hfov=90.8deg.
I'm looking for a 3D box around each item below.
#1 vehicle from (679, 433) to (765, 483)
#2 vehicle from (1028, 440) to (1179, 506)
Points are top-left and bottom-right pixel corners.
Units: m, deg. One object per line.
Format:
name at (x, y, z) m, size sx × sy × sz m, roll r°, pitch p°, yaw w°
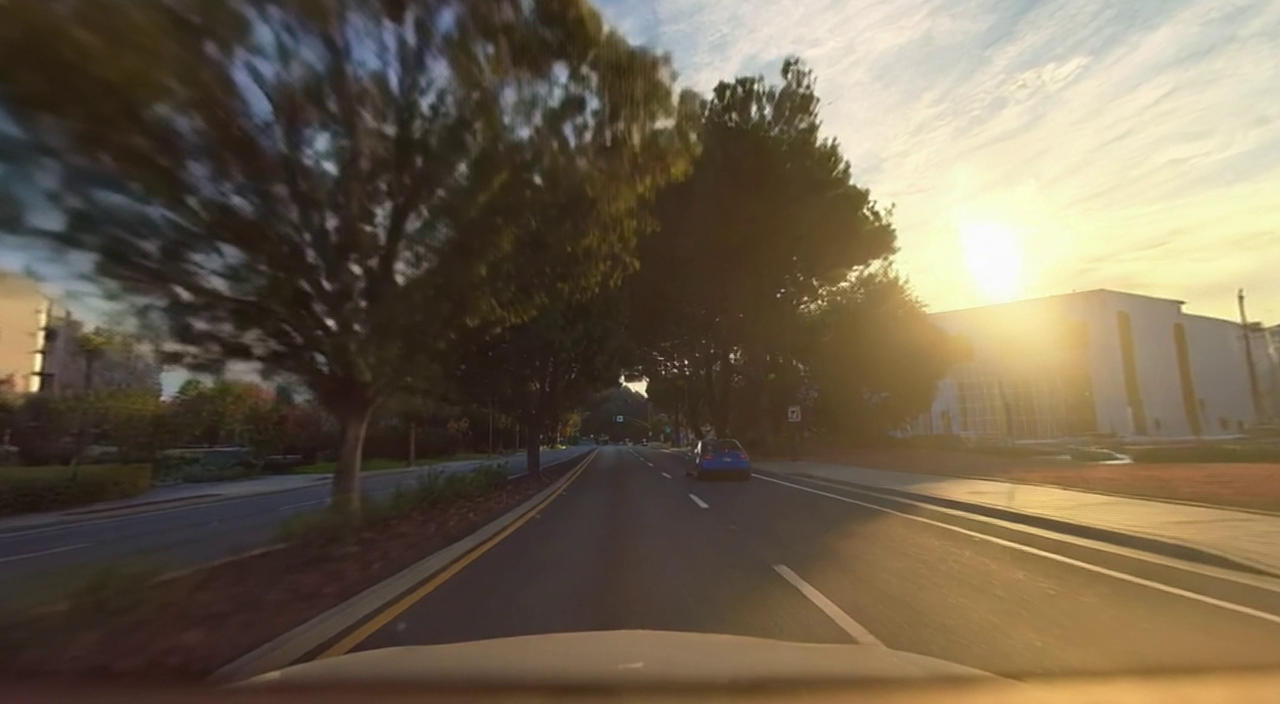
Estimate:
vehicle at (2.607, 3.494, 21.223) m, size 2.114 × 1.493 × 4.430 m, roll 0°, pitch -8°, yaw -2°
vehicle at (20.877, 5.521, 28.687) m, size 5.101 × 1.694 × 2.158 m, roll 10°, pitch -23°, yaw 1°
